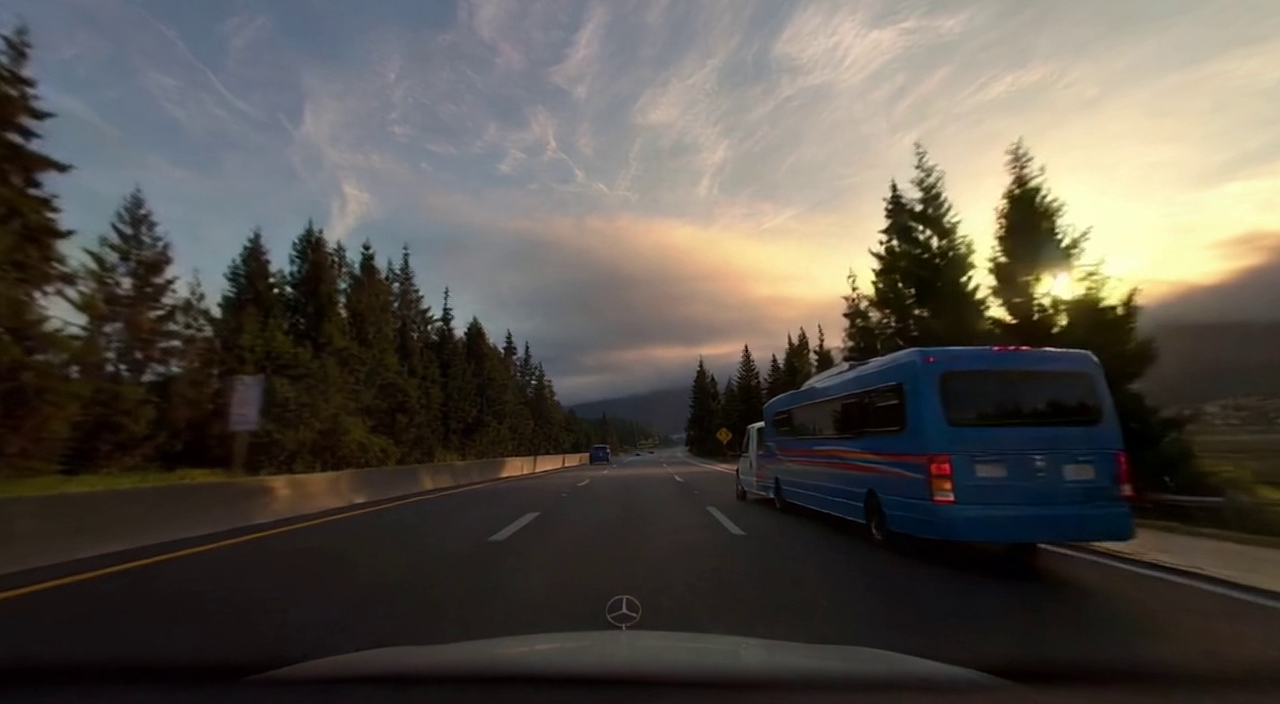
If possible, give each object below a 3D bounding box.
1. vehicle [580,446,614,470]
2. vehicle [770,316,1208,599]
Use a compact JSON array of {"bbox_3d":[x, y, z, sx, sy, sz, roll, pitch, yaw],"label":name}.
[{"bbox_3d":[-3.056,7.624,45.642,2.020,1.619,4.690,0,-9,1],"label":"vehicle"},{"bbox_3d":[3.916,1.456,9.186,2.614,2.655,6.429,0,-9,0],"label":"vehicle"}]
